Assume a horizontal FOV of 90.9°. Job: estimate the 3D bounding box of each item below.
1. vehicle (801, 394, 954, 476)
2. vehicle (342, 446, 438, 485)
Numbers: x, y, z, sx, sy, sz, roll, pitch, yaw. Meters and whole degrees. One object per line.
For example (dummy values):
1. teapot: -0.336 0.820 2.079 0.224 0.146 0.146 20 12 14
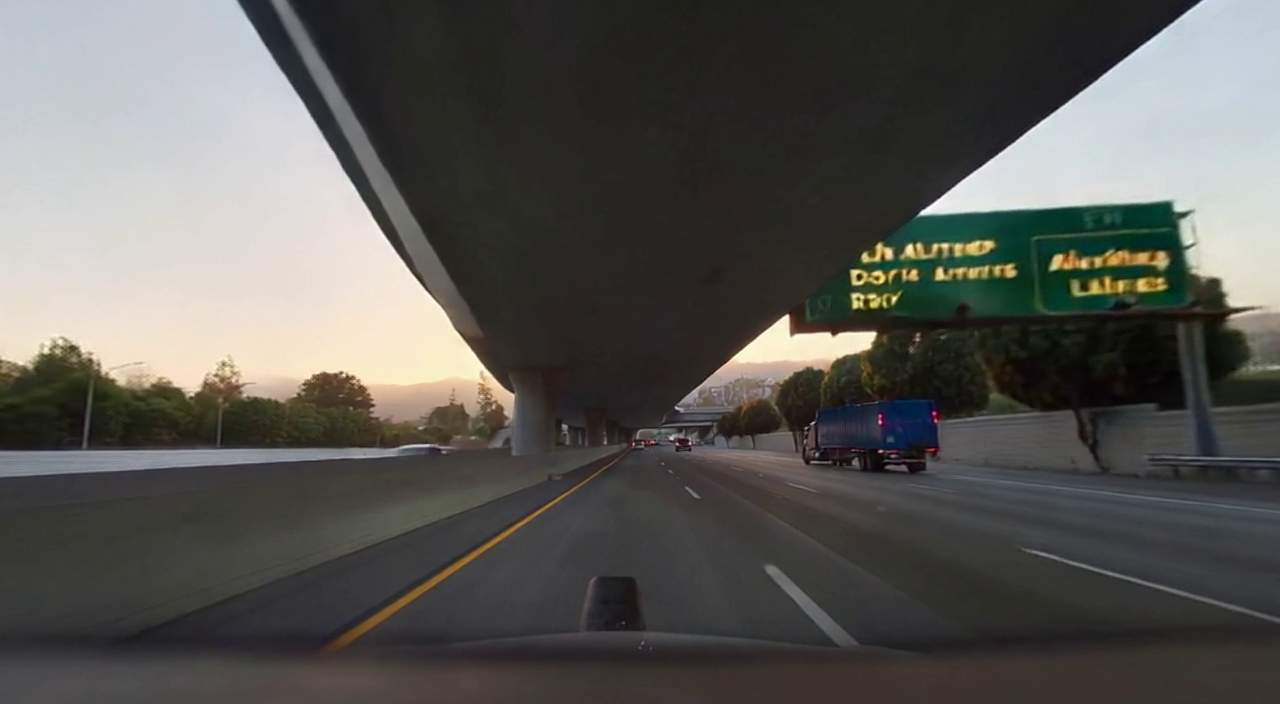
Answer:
1. vehicle: 10.853 4.096 30.594 2.960 3.207 10.950 0 -8 -1
2. vehicle: -10.125 4.601 25.965 2.081 1.470 4.466 0 -8 1
